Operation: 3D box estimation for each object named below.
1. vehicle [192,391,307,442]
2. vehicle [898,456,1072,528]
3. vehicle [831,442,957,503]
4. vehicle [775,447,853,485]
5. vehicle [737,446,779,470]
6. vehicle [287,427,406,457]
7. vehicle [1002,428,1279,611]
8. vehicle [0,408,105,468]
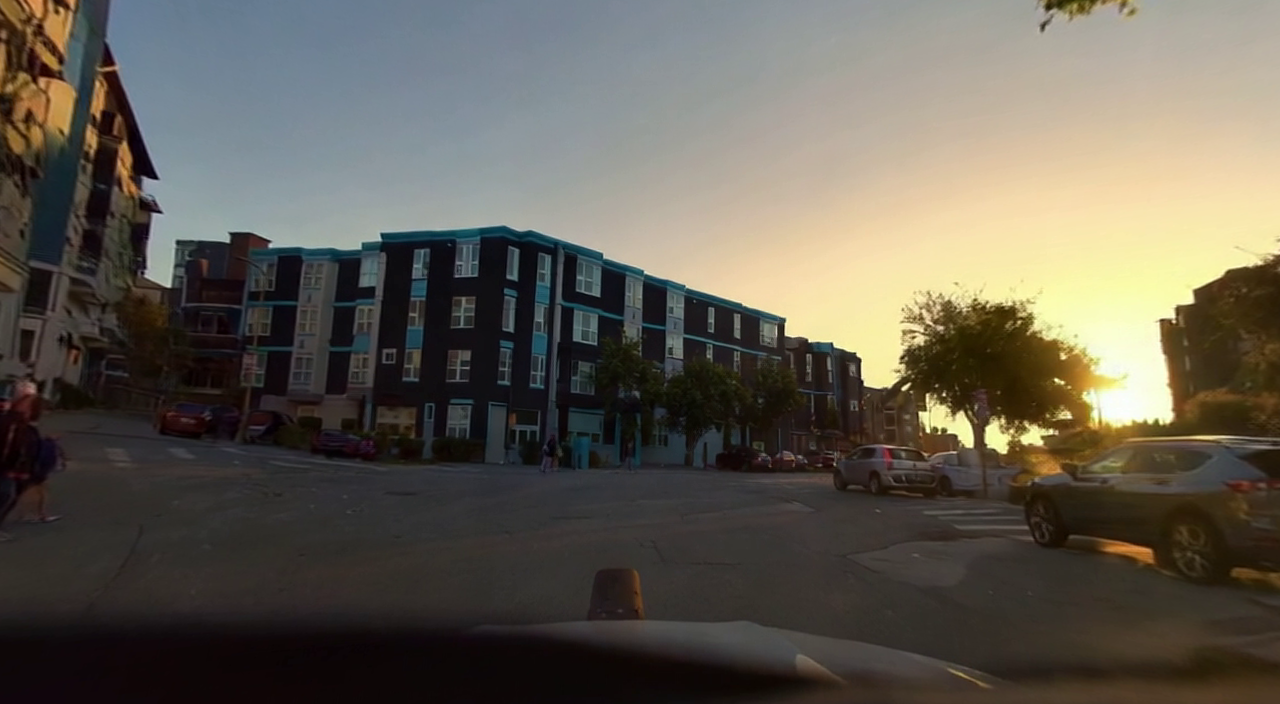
[{"bbox_3d":[-18.718,3.106,30.285,4.598,1.645,2.019,8,-5,20],"label":"vehicle"},{"bbox_3d":[7.812,3.165,14.851,1.900,1.368,4.176,-1,-8,3],"label":"vehicle"},{"bbox_3d":[7.919,3.770,20.292,1.917,1.704,4.840,0,-8,-2],"label":"vehicle"},{"bbox_3d":[7.850,5.176,29.008,2.122,1.554,4.777,0,-8,-1],"label":"vehicle"},{"bbox_3d":[7.716,6.917,41.572,1.901,1.495,4.340,0,-8,0],"label":"vehicle"},{"bbox_3d":[-13.600,4.194,29.531,4.603,1.335,1.889,1,-9,-8],"label":"vehicle"},{"bbox_3d":[7.500,2.012,8.689,2.181,1.792,5.066,0,-8,2],"label":"vehicle"},{"bbox_3d":[-16.525,2.356,17.197,4.175,1.436,2.017,-7,-11,37],"label":"vehicle"}]
